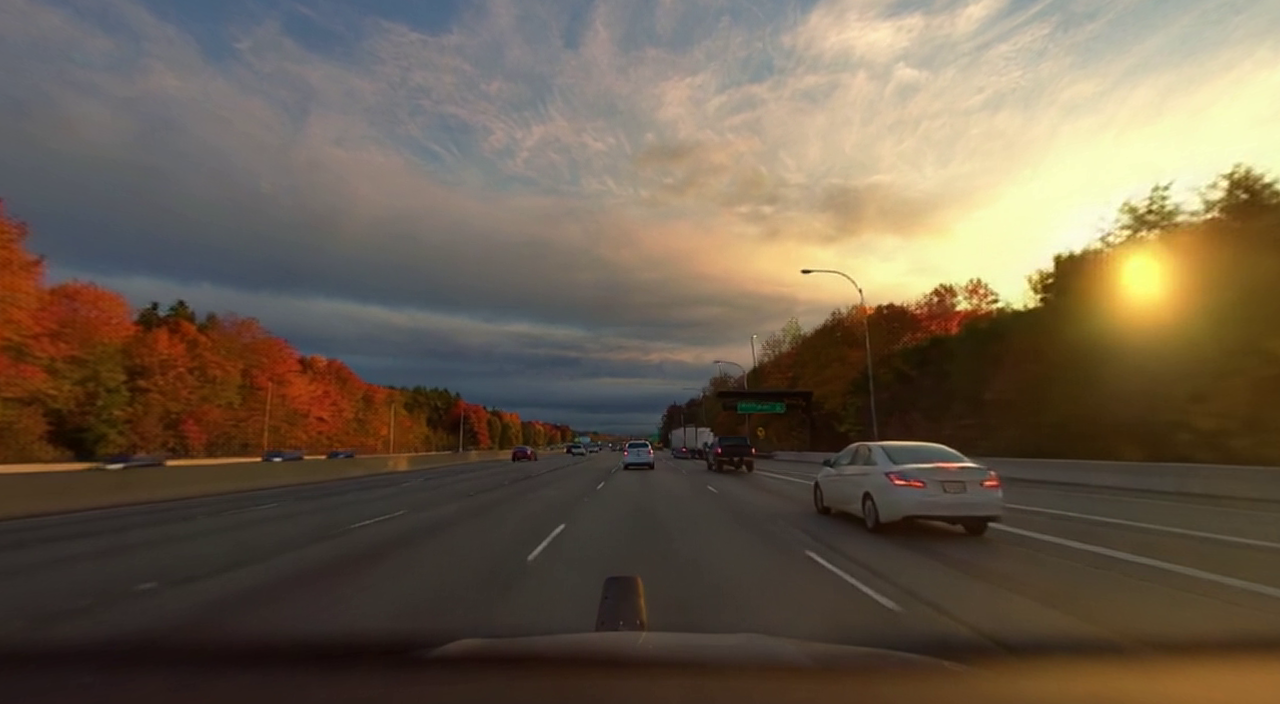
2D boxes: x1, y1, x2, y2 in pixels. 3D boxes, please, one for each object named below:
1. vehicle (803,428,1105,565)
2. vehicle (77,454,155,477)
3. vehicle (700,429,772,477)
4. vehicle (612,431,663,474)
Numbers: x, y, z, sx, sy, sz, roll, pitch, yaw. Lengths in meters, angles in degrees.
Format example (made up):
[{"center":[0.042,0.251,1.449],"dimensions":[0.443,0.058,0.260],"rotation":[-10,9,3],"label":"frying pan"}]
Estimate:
[{"center":[4.118,1.978,9.450],"dimensions":[2.057,1.508,4.767],"rotation":[0,-9,0],"label":"vehicle"},{"center":[-37.013,8.019,44.598],"dimensions":[1.923,1.497,4.018],"rotation":[0,-9,2],"label":"vehicle"},{"center":[4.283,4.659,29.202],"dimensions":[2.388,1.998,5.749],"rotation":[0,-9,0],"label":"vehicle"},{"center":[-0.093,5.049,31.713],"dimensions":[2.372,1.957,5.121],"rotation":[0,-9,1],"label":"vehicle"}]
